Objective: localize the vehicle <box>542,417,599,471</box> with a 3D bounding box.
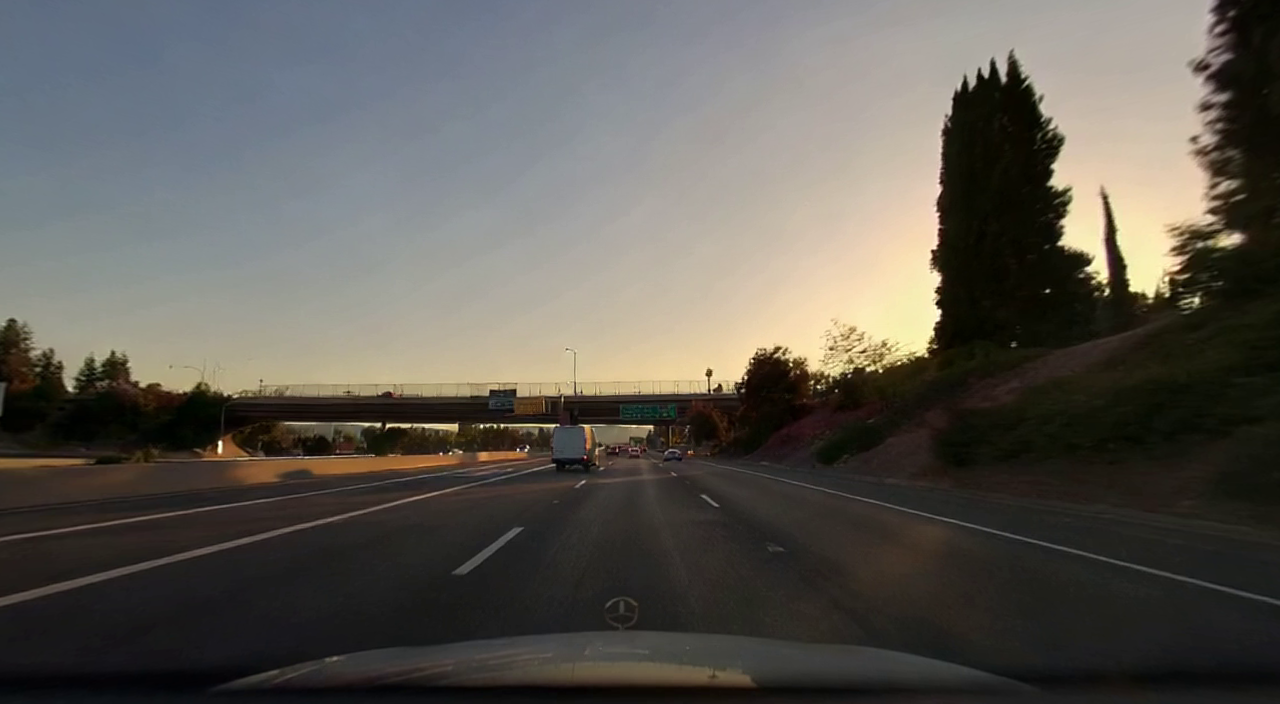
[{"bbox_3d":[-4.085,5.637,38.569,2.881,2.937,7.045,0,-9,-2],"label":"vehicle"}]
